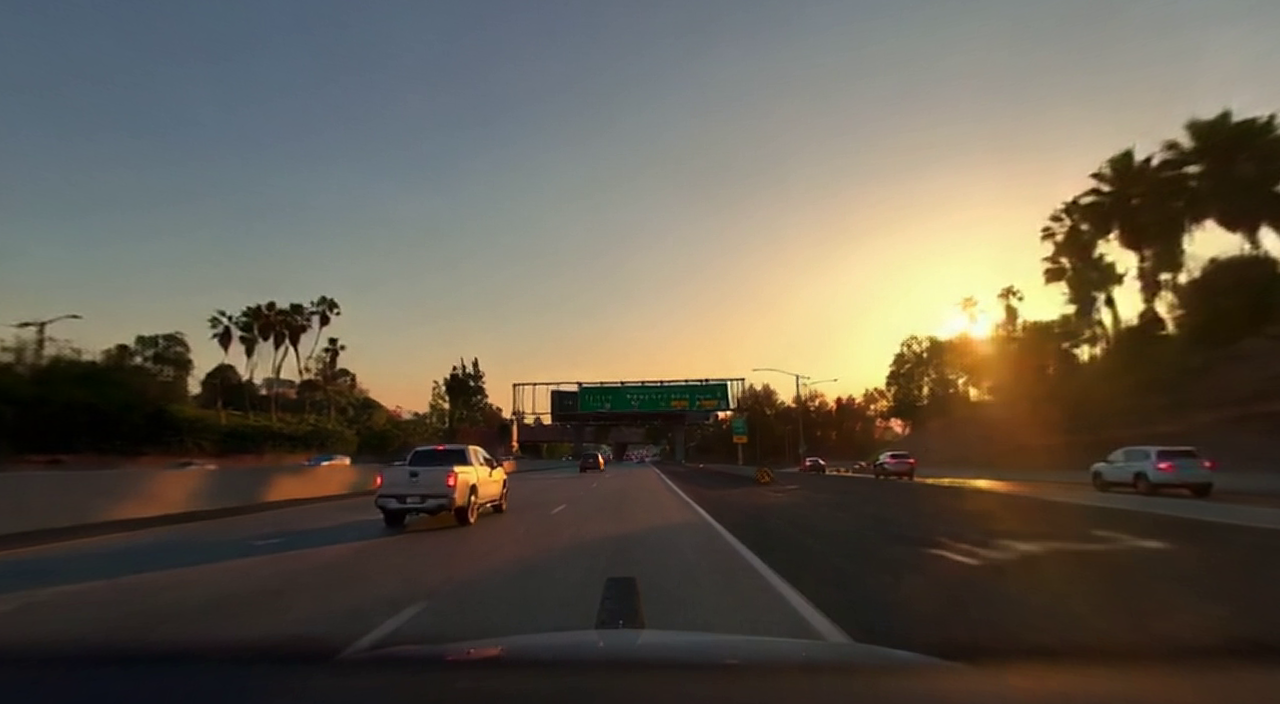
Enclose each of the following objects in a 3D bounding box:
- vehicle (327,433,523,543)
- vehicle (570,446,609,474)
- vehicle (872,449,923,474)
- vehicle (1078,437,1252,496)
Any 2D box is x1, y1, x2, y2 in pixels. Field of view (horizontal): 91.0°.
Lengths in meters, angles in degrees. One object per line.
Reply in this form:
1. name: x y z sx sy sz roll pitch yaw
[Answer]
1. vehicle: -3.925 2.568 12.605 2.162 1.747 4.791 0 -9 1
2. vehicle: -3.731 8.096 47.388 2.420 1.937 5.916 0 -9 0
3. vehicle: 19.615 8.339 48.261 2.033 1.794 5.116 -1 -9 4
4. vehicle: 17.526 3.836 21.448 1.991 1.755 4.836 -1 -9 4
